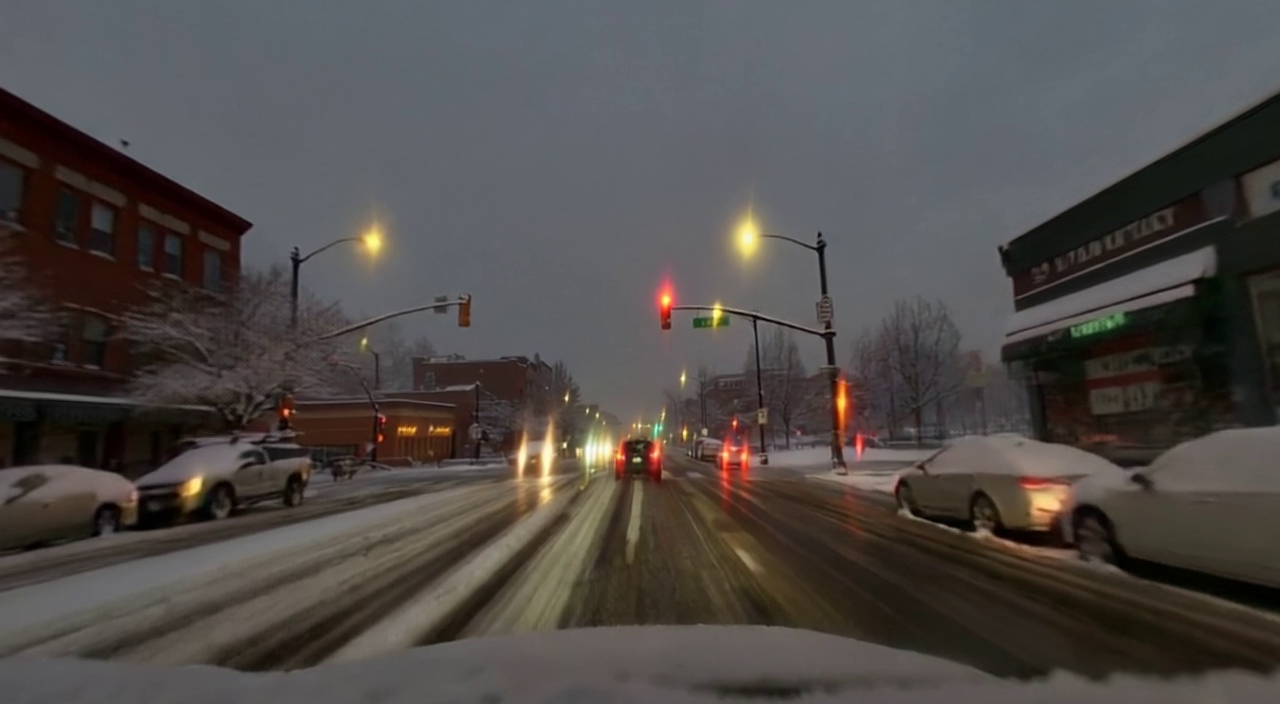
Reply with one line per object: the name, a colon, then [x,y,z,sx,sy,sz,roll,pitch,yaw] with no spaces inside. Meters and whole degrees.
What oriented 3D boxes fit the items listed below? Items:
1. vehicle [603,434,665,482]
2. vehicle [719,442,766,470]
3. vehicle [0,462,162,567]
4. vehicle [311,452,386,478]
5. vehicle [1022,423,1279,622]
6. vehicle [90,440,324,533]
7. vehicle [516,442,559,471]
vehicle: [-0.196,3.848,23.245,2.086,1.575,4.205,0,-8,0]
vehicle: [5.819,5.957,36.365,1.859,1.470,4.476,0,-8,-1]
vehicle: [-11.010,2.770,10.984,1.868,1.502,4.626,0,-8,-2]
vehicle: [-20.104,7.845,43.687,4.212,1.641,1.935,-1,-12,2]
vehicle: [5.759,1.405,5.631,1.891,1.489,4.344,0,-8,-1]
vehicle: [-11.251,3.439,17.238,2.240,2.052,5.872,0,-8,0]
vehicle: [-6.281,6.400,39.012,1.918,1.679,4.209,0,-8,0]
